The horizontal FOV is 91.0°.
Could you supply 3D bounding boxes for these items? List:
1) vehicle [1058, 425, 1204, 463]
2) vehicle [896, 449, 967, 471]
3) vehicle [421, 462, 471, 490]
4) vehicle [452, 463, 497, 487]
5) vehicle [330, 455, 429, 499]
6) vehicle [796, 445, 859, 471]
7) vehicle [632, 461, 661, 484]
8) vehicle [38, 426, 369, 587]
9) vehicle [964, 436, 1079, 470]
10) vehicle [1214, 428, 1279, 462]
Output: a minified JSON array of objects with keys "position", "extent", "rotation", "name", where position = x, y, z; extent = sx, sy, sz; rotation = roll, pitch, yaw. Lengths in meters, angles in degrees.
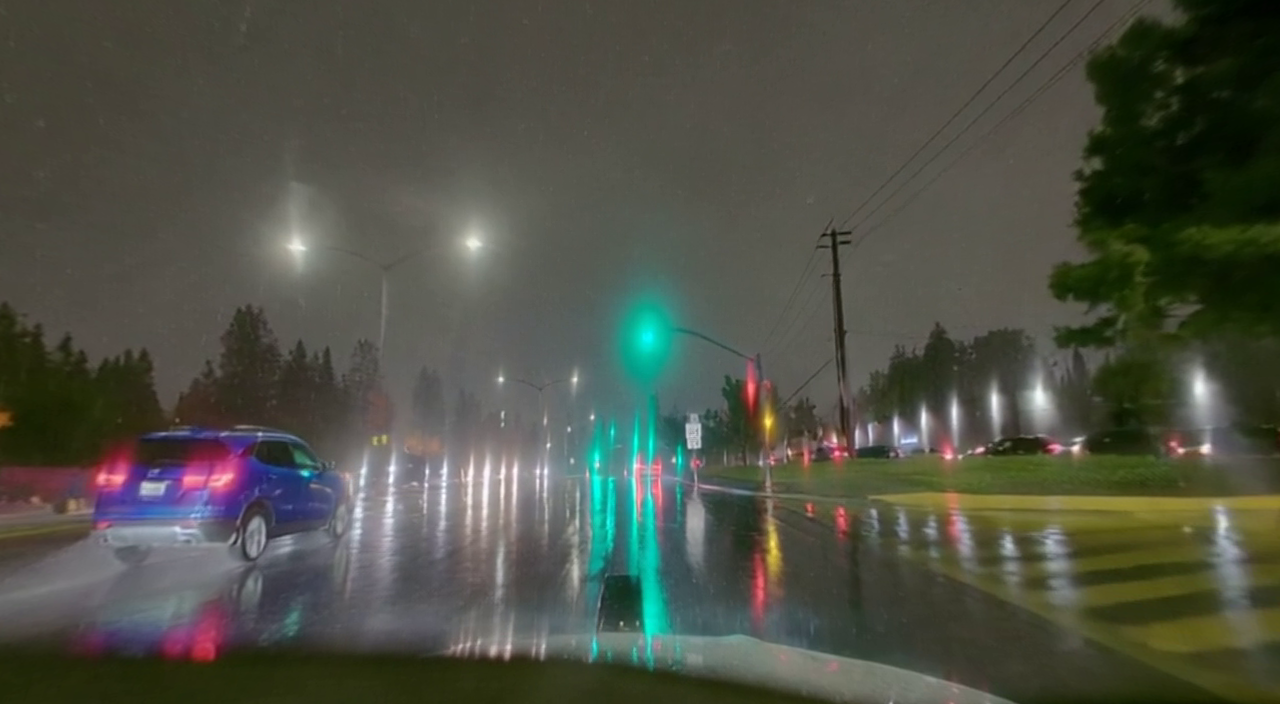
[{"position":[21.027,3.981,27.204],"extent":[1.876,1.465,4.500],"rotation":[4,-9,-26],"name":"vehicle"},{"position":[21.792,8.149,47.377],"extent":[1.933,1.487,5.136],"rotation":[1,-10,-14],"name":"vehicle"},{"position":[-11.994,7.672,39.204],"extent":[1.871,1.539,3.929],"rotation":[0,-8,0],"name":"vehicle"},{"position":[-12.175,9.098,46.711],"extent":[2.077,1.505,4.714],"rotation":[0,-8,0],"name":"vehicle"},{"position":[-12.139,5.842,29.925],"extent":[2.167,1.799,5.682],"rotation":[0,-8,1],"name":"vehicle"},{"position":[13.355,7.535,45.160],"extent":[1.950,1.697,4.906],"rotation":[2,-9,-15],"name":"vehicle"},{"position":[0.439,8.913,46.753],"extent":[2.091,1.494,3.962],"rotation":[0,-8,0],"name":"vehicle"},{"position":[-6.181,2.166,9.767],"extent":[2.027,1.908,4.273],"rotation":[0,-8,0],"name":"vehicle"},{"position":[18.973,5.001,31.576],"extent":[1.947,1.477,4.661],"rotation":[4,-7,-21],"name":"vehicle"},{"position":[30.585,4.427,30.160],"extent":[1.906,1.551,3.992],"rotation":[3,-10,-31],"name":"vehicle"}]
